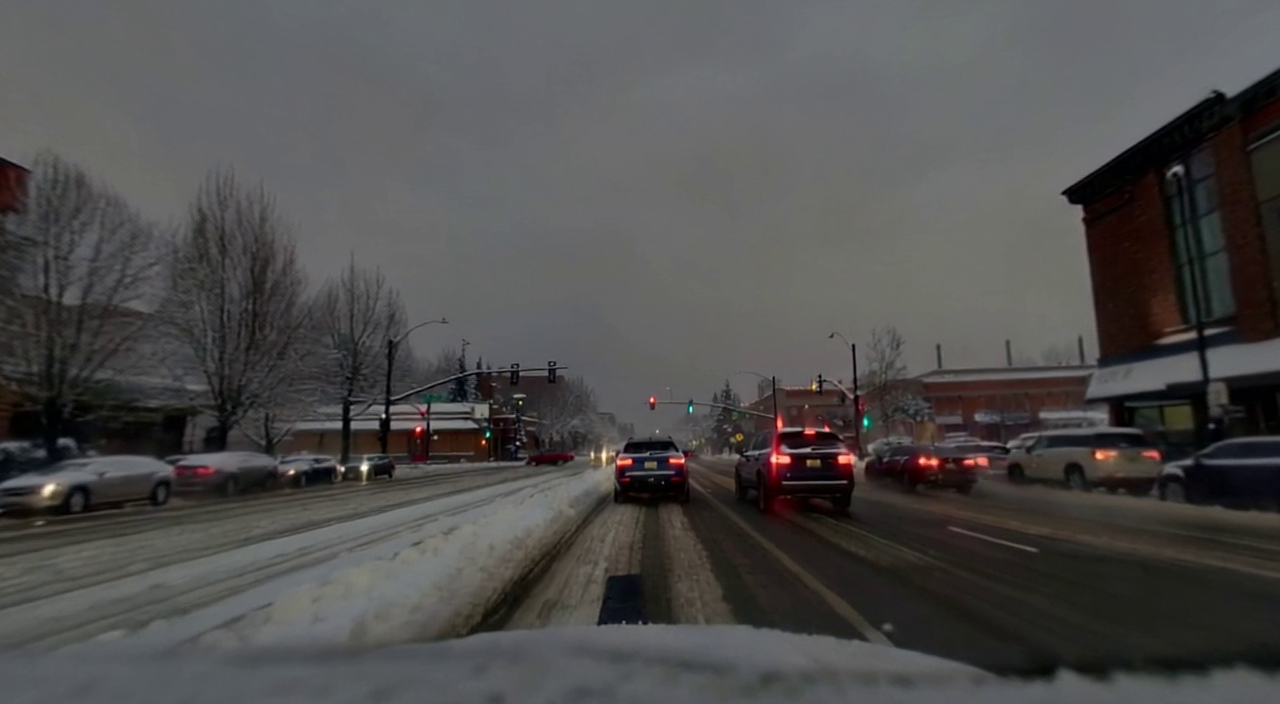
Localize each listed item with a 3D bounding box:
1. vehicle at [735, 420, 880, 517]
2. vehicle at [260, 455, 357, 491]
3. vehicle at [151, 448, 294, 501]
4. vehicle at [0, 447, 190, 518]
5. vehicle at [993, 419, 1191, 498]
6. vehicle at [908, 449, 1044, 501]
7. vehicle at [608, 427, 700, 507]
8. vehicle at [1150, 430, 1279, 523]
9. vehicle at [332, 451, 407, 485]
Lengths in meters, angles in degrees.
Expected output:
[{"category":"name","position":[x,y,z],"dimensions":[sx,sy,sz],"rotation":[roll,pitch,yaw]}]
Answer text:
[{"category":"vehicle","position":[3.751,2.706,15.303],"dimensions":[2.115,1.932,5.189],"rotation":[0,-8,0]},{"category":"vehicle","position":[-15.187,5.537,29.267],"dimensions":[1.792,1.429,5.161],"rotation":[0,-9,-1]},{"category":"vehicle","position":[-15.326,4.481,23.602],"dimensions":[1.825,1.685,5.220],"rotation":[1,-8,-1]},{"category":"vehicle","position":[-15.394,3.584,17.961],"dimensions":[1.698,1.466,4.713],"rotation":[1,-6,0]},{"category":"vehicle","position":[14.119,3.414,20.329],"dimensions":[2.172,2.060,5.546],"rotation":[-4,-10,1]},{"category":"vehicle","position":[10.469,3.828,20.109],"dimensions":[1.863,1.426,4.494],"rotation":[0,-8,0]},{"category":"vehicle","position":[0.314,3.033,17.162],"dimensions":[2.157,1.863,4.665],"rotation":[0,-8,0]},{"category":"vehicle","position":[13.909,2.560,13.134],"dimensions":[2.151,1.833,5.323],"rotation":[-1,-10,1]},{"category":"vehicle","position":[-15.206,6.525,35.811],"dimensions":[2.096,1.416,4.885],"rotation":[1,-6,1]}]
